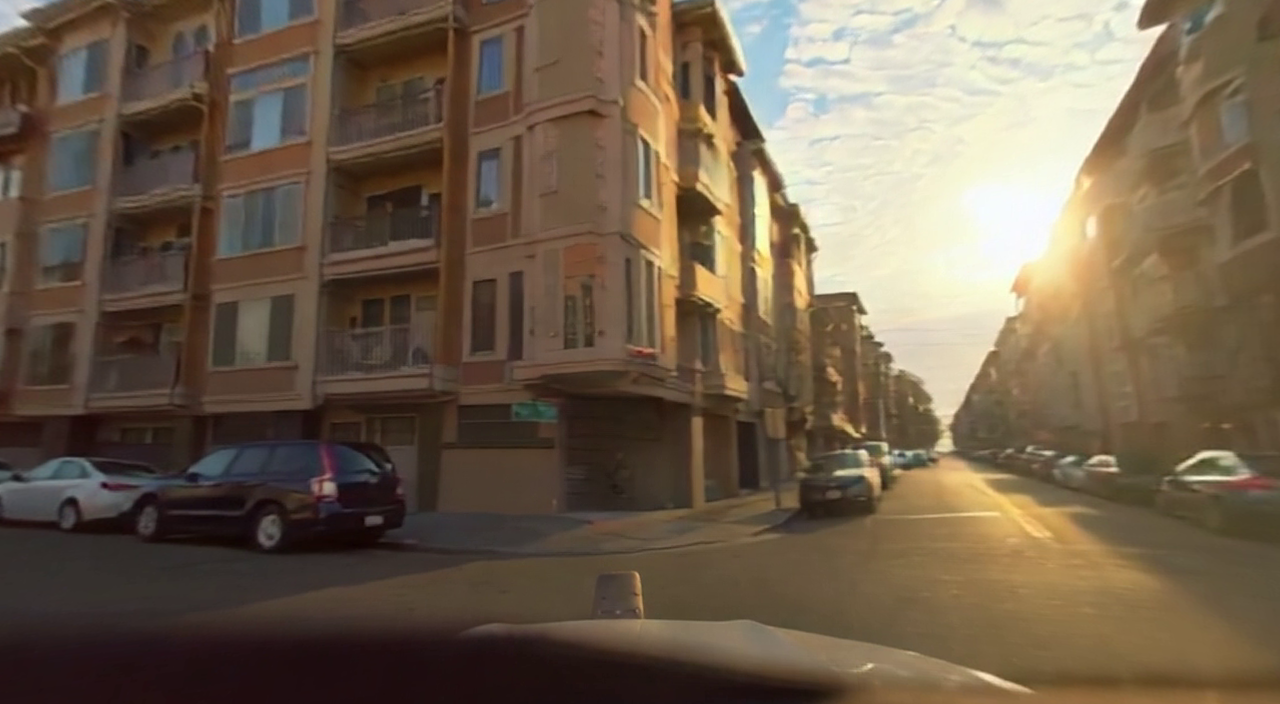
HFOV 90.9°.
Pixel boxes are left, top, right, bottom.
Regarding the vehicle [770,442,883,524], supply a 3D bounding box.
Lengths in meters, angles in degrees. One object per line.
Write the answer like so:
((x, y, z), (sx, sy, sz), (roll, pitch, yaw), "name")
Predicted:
((4.105, 2.672, 13.509), (1.882, 1.459, 3.518), (-3, -8, 23), "vehicle")

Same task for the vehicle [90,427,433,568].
((-5.640, 1.979, 9.390), (4.679, 1.631, 2.025), (-4, -9, 25), "vehicle")

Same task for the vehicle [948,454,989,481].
((23.424, 8.203, 45.075), (2.341, 1.675, 4.360), (-4, -9, 25), "vehicle")

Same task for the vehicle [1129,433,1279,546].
((9.843, 2.183, 10.348), (1.868, 1.544, 3.869), (-3, -10, 24), "vehicle")
